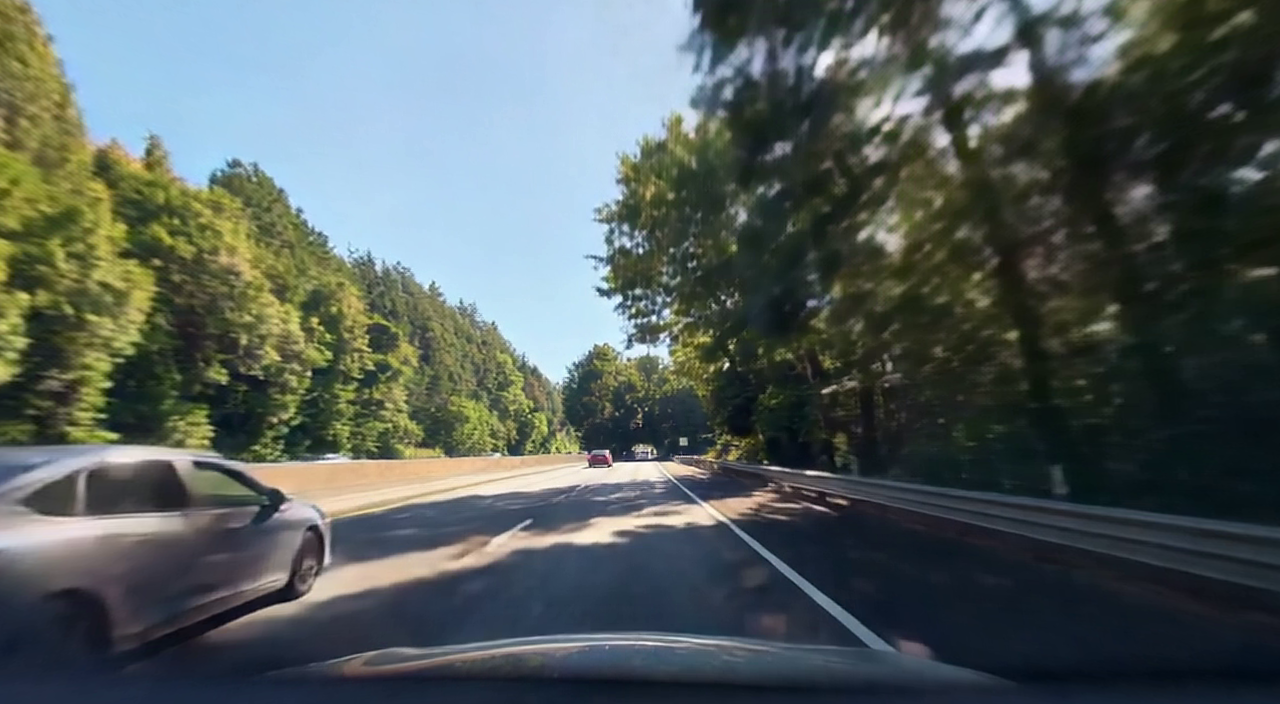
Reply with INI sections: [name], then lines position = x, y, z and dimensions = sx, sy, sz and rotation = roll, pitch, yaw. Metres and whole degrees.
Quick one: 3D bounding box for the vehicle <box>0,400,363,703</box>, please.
[vehicle]
position = -3.460, 1.068, 3.184
dimensions = 1.969, 1.505, 4.636
rotation = 0, -9, 1
